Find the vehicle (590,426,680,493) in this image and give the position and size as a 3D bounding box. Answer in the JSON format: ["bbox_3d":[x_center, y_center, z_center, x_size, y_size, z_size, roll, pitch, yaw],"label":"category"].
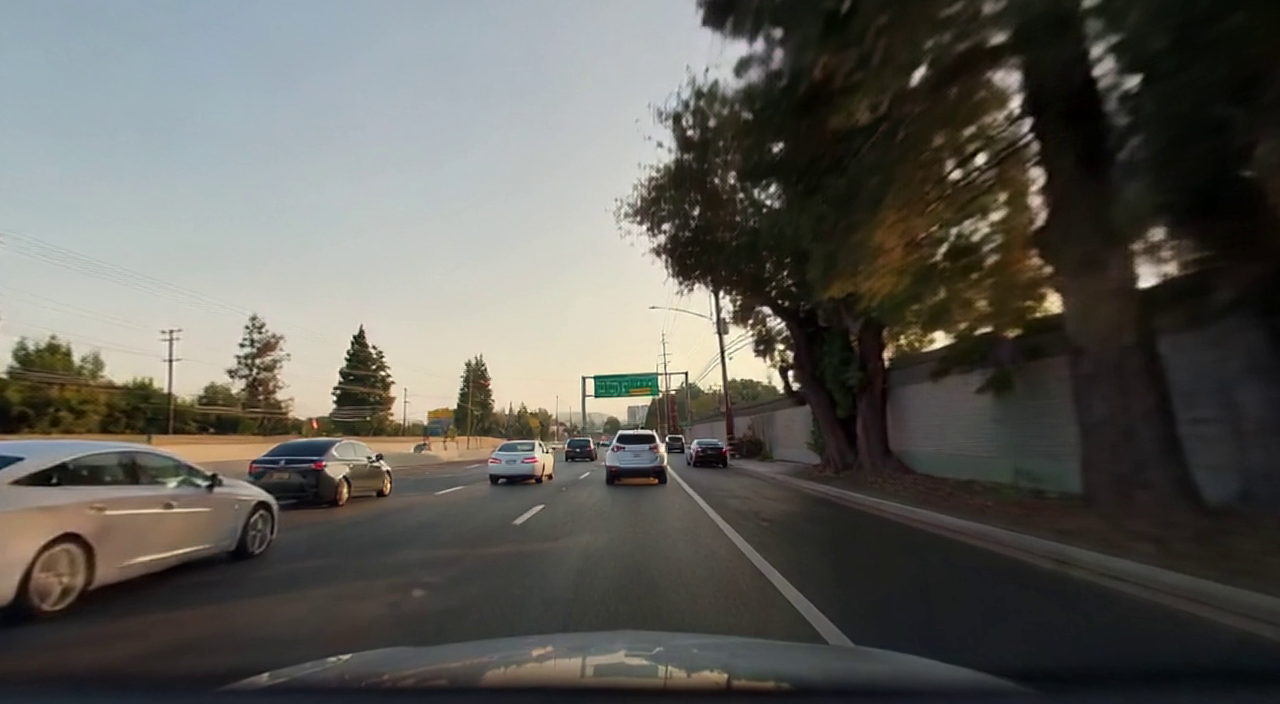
[{"bbox_3d":[-0.134,3.050,18.240,2.284,1.699,4.168,0,-8,0],"label":"vehicle"}]

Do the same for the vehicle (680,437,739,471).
[{"bbox_3d":[3.173,4.779,29.741,2.197,1.464,4.356,0,-8,-1],"label":"vehicle"}]

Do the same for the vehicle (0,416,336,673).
[{"bbox_3d":[-4.745,1.410,5.802,1.958,1.447,4.454,1,-8,-4],"label":"vehicle"}]

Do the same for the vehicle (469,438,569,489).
[{"bbox_3d":[-3.704,3.499,20.257,2.203,1.425,4.610,0,-8,1],"label":"vehicle"}]
